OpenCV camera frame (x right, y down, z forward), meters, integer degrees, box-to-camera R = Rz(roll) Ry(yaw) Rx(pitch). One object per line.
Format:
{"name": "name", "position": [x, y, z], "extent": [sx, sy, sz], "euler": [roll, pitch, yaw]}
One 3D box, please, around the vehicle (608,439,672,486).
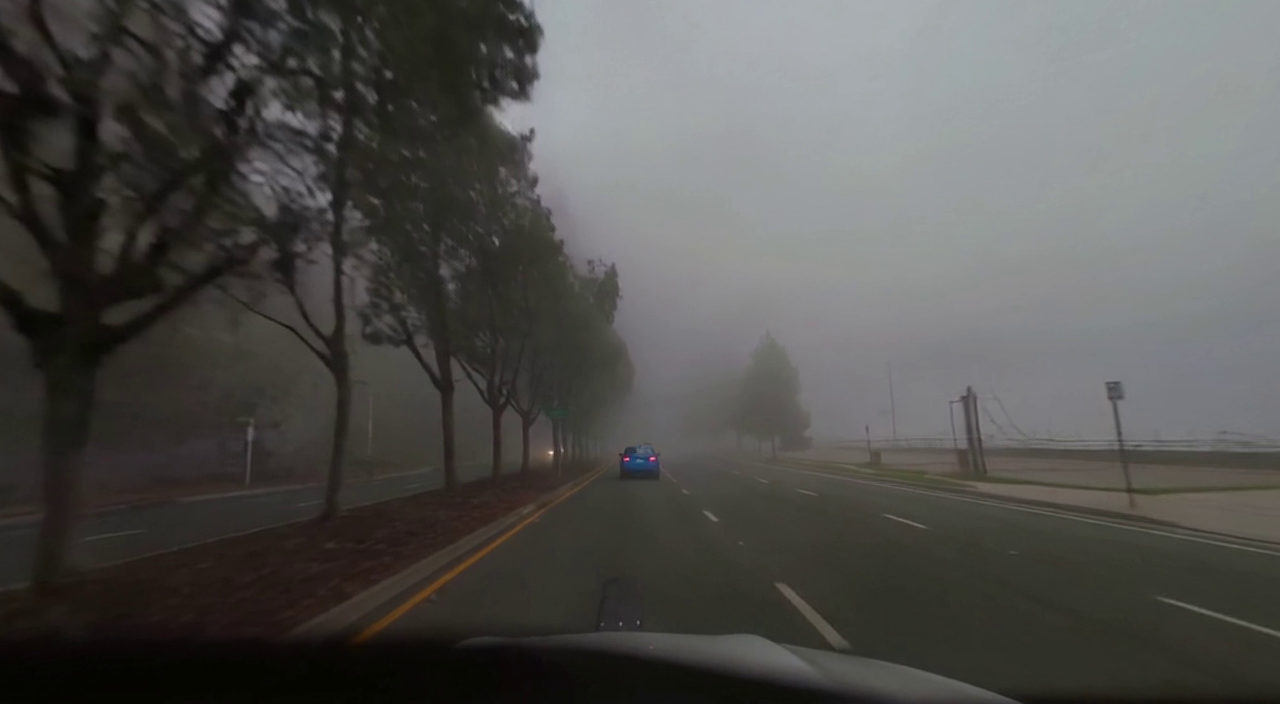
{"name": "vehicle", "position": [-0.030, 3.841, 22.357], "extent": [2.042, 1.479, 4.601], "euler": [0, -8, -1]}
